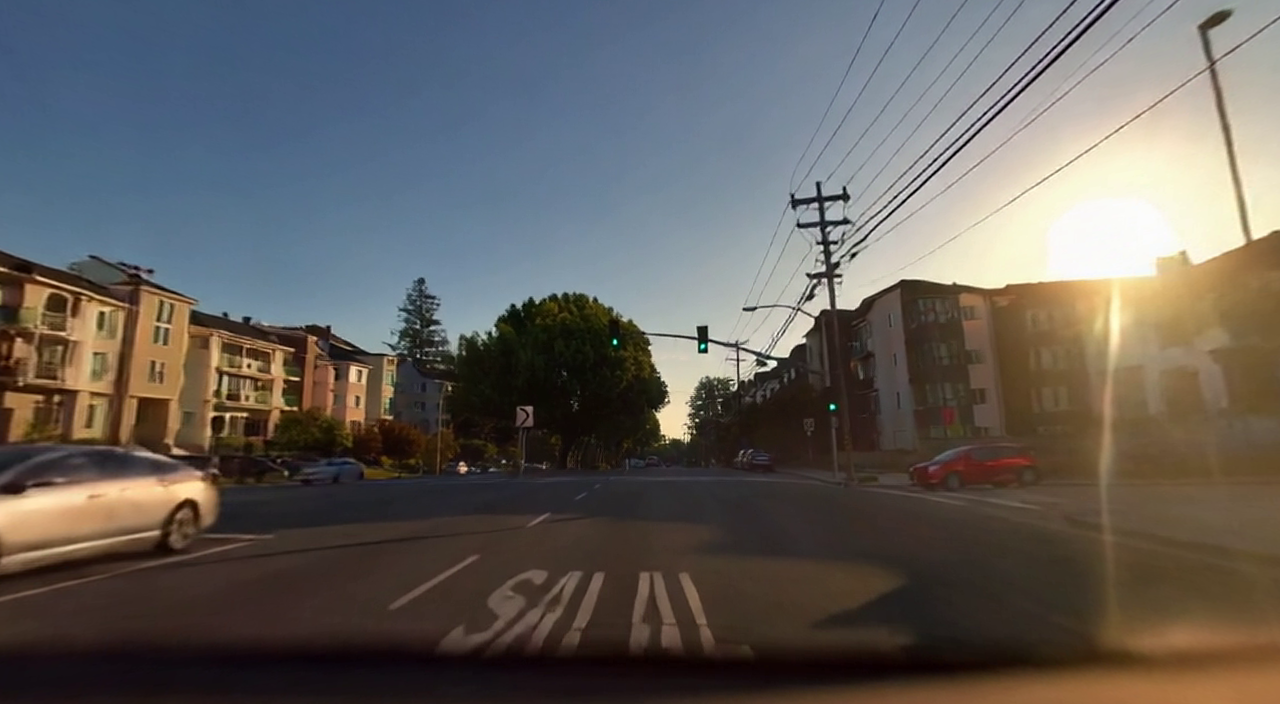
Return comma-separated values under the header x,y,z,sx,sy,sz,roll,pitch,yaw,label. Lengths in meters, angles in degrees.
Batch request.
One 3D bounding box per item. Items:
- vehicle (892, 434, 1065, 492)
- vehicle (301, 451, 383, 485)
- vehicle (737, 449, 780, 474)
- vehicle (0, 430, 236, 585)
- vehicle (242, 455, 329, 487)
x,y,z,sx,sy,sz,roll,pitch,yaw,label
10.247,3.371,19.385,4.171,1.654,1.919,-1,-8,5,vehicle
-15.675,6.100,33.508,1.951,1.595,4.548,-1,-8,3,vehicle
7.698,7.175,41.472,1.875,1.481,4.434,0,-8,-1,vehicle
-7.092,1.630,6.986,1.953,1.471,4.744,0,-8,2,vehicle
-19.226,6.458,34.525,1.878,1.561,4.745,0,-8,2,vehicle
